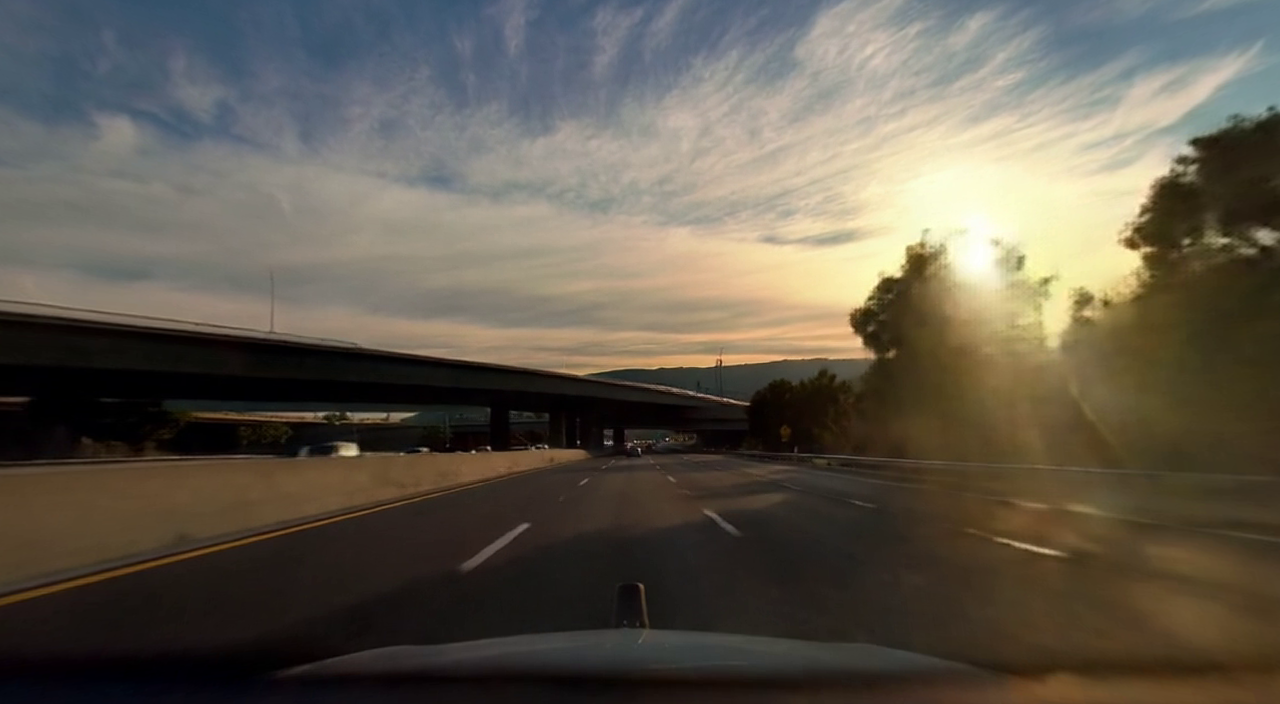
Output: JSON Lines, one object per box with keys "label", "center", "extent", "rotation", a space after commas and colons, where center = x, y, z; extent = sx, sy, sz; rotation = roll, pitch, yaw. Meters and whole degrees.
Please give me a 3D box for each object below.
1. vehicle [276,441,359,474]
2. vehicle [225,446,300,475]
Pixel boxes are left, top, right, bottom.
{"label": "vehicle", "center": [-17.322, 5.679, 34.250], "extent": [1.993, 1.652, 4.732], "rotation": [0, -9, 0]}
{"label": "vehicle", "center": [-20.915, 6.020, 35.211], "extent": [1.833, 1.529, 3.811], "rotation": [0, -9, -1]}
